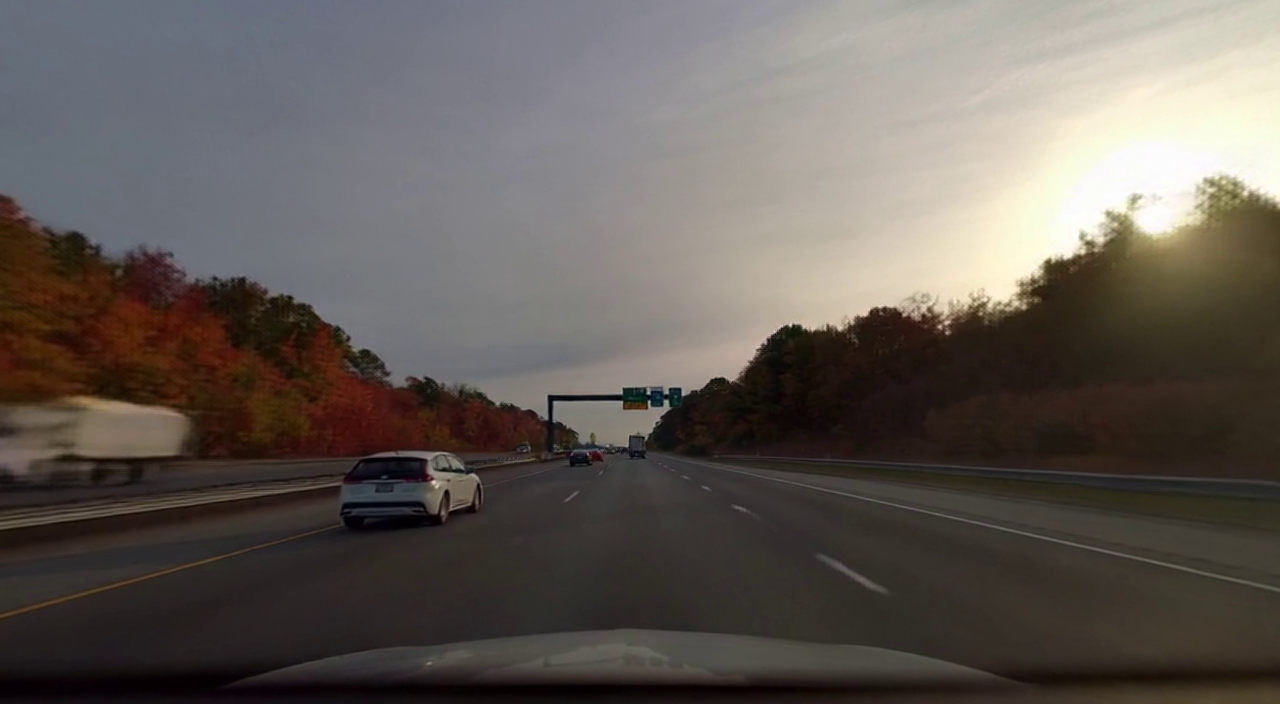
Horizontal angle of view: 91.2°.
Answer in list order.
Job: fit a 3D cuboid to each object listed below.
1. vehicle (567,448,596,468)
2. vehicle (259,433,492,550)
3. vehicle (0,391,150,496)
[{"bbox_3d":[-4.547,8.317,49.331,1.963,1.475,3.665,0,-9,0],"label":"vehicle"},{"bbox_3d":[-3.986,2.167,10.380,2.071,1.525,4.058,0,-9,0],"label":"vehicle"},{"bbox_3d":[-16.685,2.484,16.884,2.305,2.507,5.662,0,-9,0],"label":"vehicle"}]
